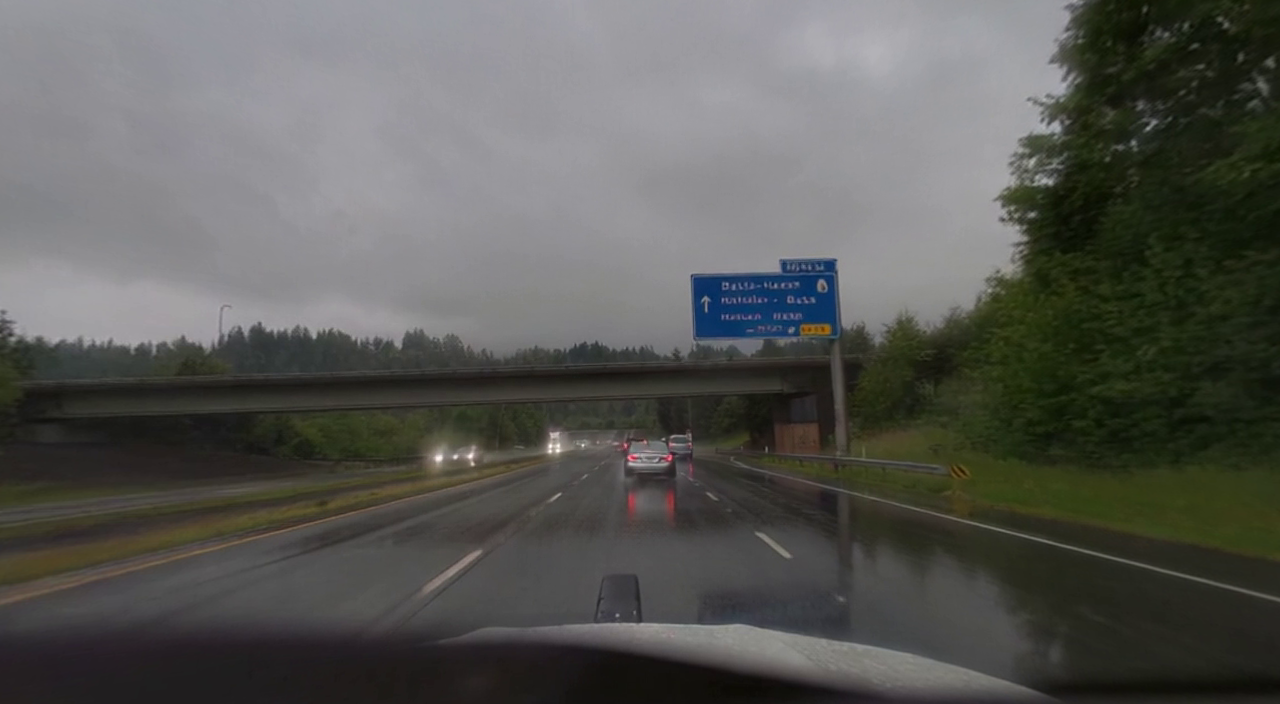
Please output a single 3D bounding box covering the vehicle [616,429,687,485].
[{"bbox_3d":[0.272,3.434,20.842,2.092,1.636,4.024,0,-8,-2],"label":"vehicle"}]
